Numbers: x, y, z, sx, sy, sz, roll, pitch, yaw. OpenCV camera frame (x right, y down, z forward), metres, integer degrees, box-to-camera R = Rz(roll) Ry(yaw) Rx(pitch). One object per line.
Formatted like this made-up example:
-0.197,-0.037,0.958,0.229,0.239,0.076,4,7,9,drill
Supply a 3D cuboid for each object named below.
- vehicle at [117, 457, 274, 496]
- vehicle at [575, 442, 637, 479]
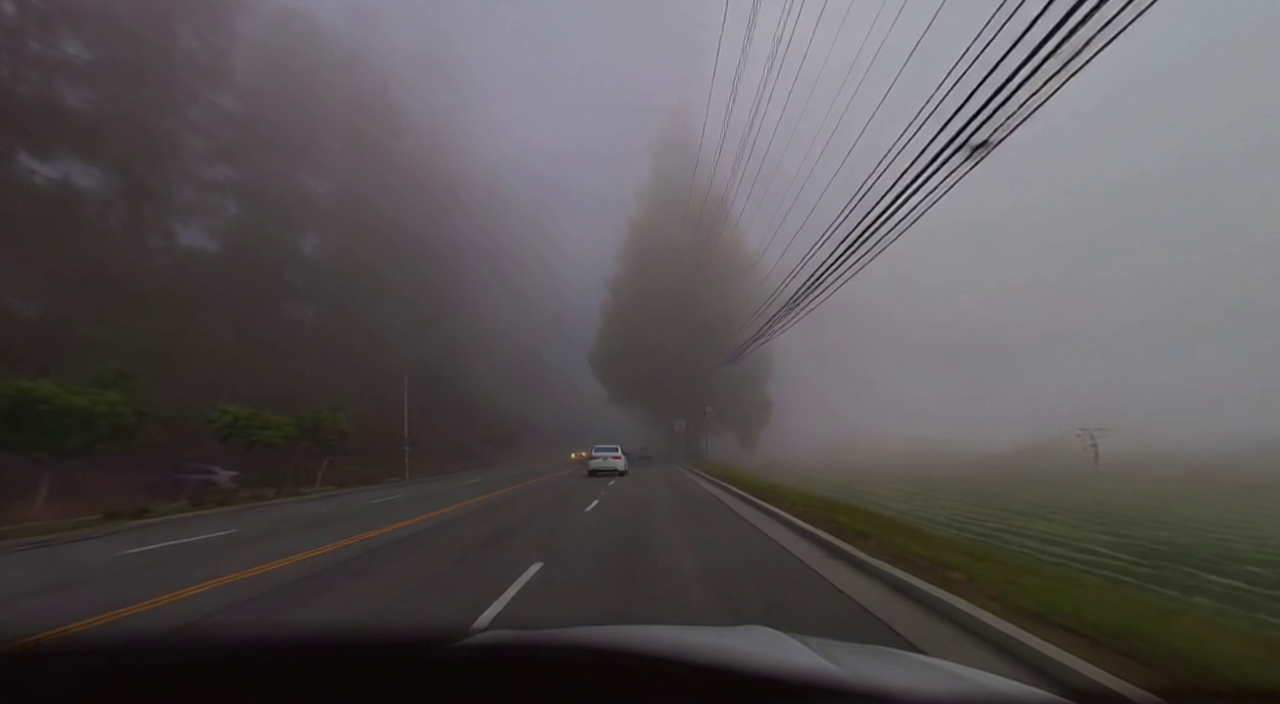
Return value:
-18.053,5.070,25.781,4.916,1.474,2.008,0,-9,1,vehicle
-1.361,4.624,27.059,2.153,1.461,4.374,-1,-9,3,vehicle
